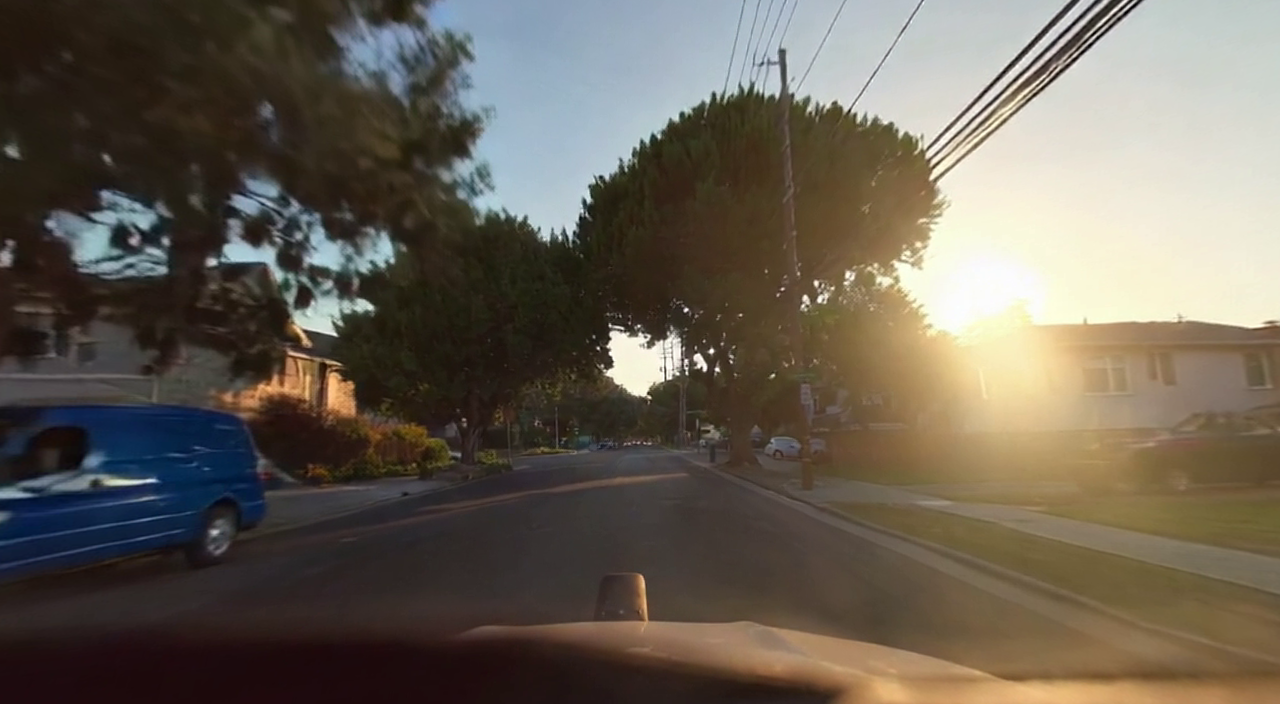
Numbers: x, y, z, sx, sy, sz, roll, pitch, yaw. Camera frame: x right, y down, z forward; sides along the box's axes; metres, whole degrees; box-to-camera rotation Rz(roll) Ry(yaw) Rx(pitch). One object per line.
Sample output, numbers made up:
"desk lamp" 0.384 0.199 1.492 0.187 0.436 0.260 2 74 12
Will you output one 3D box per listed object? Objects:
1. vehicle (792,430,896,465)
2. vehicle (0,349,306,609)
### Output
"vehicle" 10.873 5.139 33.914 4.902 1.794 1.975 -1 -8 3
"vehicle" -5.812 1.159 6.002 2.263 1.915 5.071 -2 -9 3
